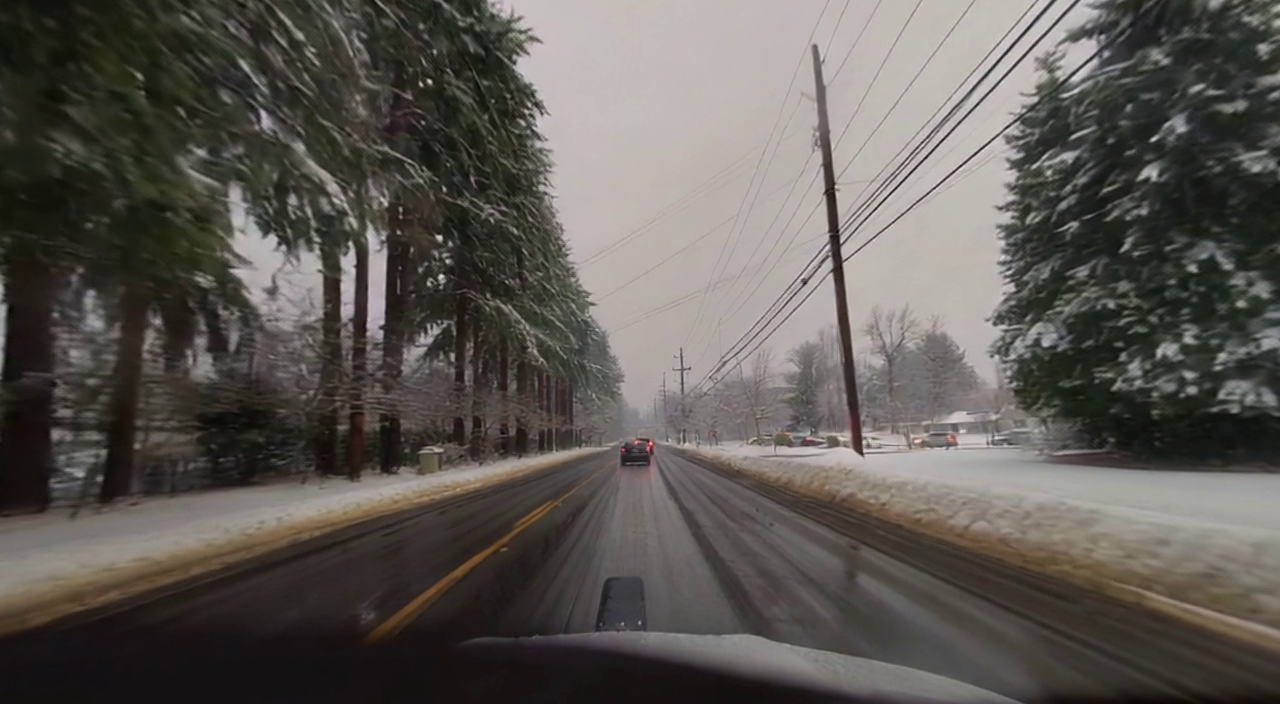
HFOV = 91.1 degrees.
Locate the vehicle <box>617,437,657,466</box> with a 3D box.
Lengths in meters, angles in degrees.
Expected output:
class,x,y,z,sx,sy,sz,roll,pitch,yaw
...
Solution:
class,x,y,z,sx,sy,sz,roll,pitch,yaw
vehicle,-0.160,5.363,33.968,1.991,1.463,3.988,0,-9,0
